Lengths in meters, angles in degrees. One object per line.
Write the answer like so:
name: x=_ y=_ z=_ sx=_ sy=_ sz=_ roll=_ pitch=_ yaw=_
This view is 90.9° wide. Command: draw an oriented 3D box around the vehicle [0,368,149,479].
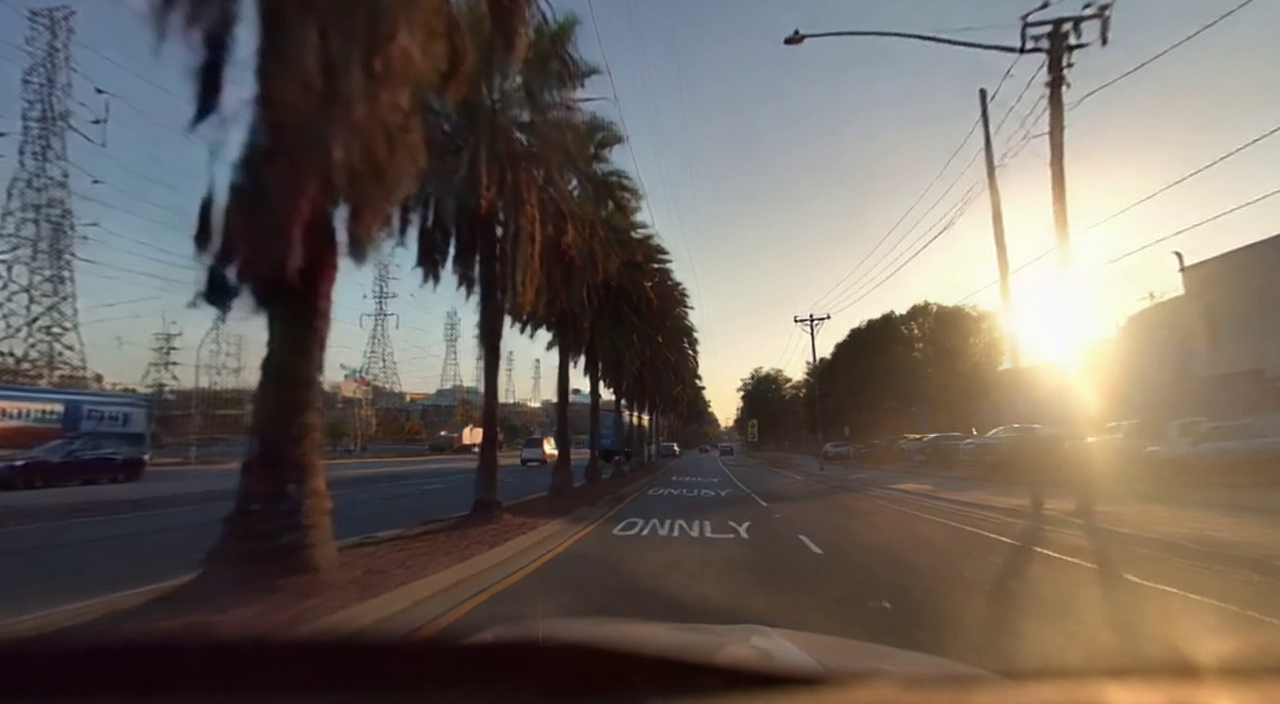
vehicle: x=-23.347 y=2.604 z=22.140 sx=2.907 sy=3.760 sz=11.193 roll=-4 pitch=-8 yaw=3

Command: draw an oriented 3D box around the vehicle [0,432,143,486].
vehicle: x=-19.834 y=3.596 z=21.637 sx=1.751 sy=1.639 sz=4.434 roll=-2 pitch=-7 yaw=4
